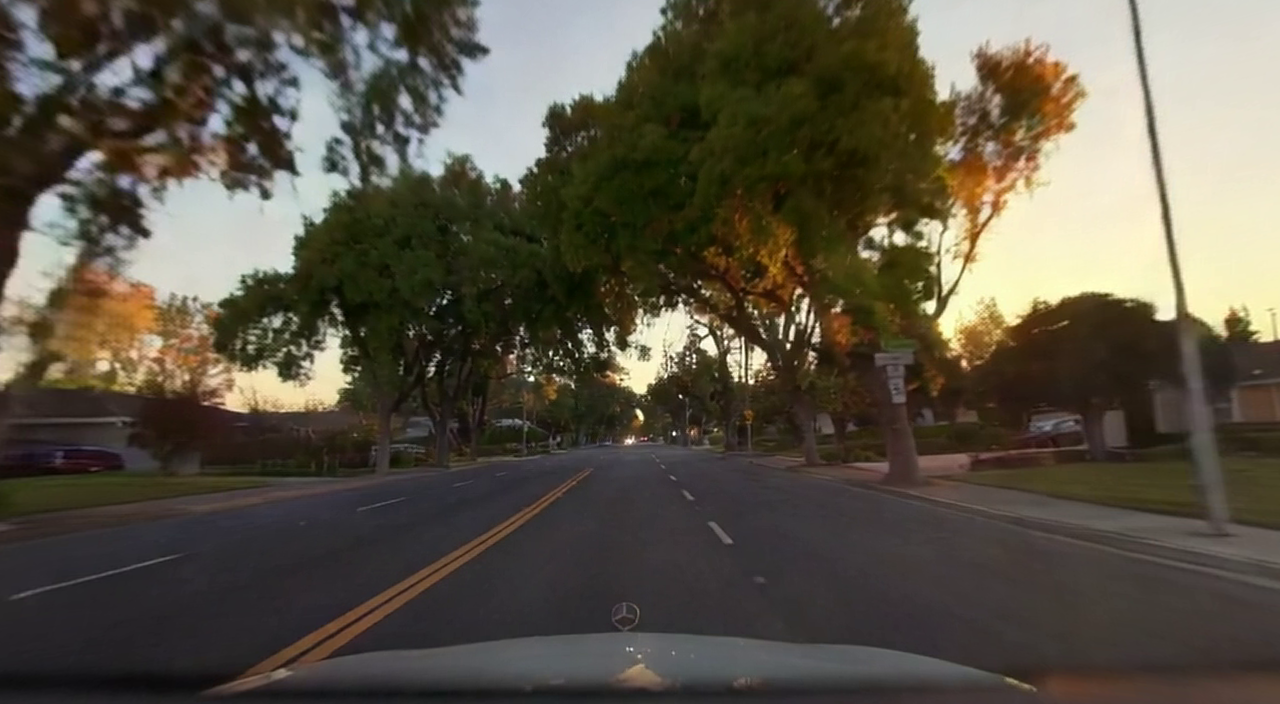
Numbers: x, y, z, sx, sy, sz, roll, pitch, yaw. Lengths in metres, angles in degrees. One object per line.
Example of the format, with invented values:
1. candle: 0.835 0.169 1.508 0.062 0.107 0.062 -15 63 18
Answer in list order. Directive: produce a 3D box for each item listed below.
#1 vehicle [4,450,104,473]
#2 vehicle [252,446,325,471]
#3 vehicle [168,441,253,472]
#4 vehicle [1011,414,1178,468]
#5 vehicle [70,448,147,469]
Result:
1. vehicle: -41.614 7.767 45.009 4.780 1.482 1.881 4 -9 -23
2. vehicle: -23.406 7.067 42.063 4.584 1.562 2.091 -5 -10 29
3. vehicle: -28.921 6.982 42.494 5.502 1.936 2.147 -4 -9 26
4. vehicle: 21.287 4.187 29.798 6.048 2.416 2.158 0 -8 0
5. vehicle: -40.750 8.167 48.551 4.030 1.467 1.994 4 -8 -24
